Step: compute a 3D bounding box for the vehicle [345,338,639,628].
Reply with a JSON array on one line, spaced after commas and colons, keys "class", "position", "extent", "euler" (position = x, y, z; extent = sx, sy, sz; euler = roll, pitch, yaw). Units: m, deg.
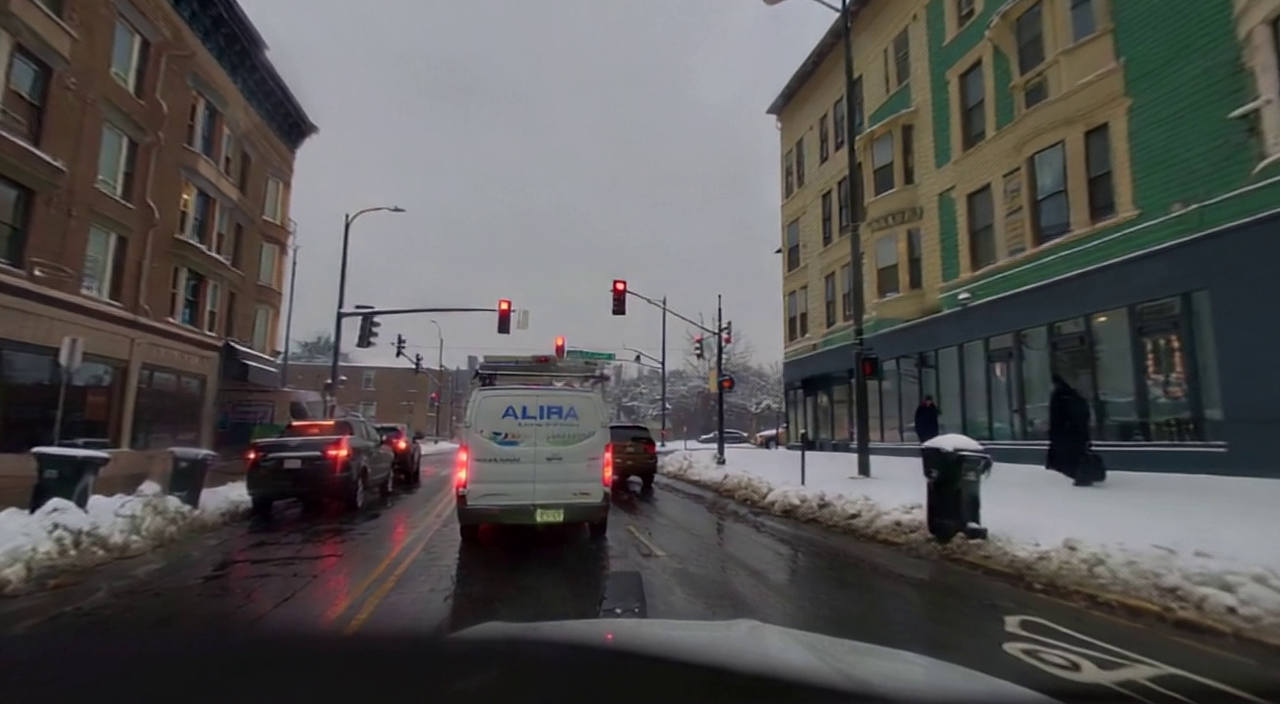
[{"class": "vehicle", "position": [-1.408, 1.159, 6.498], "extent": [1.951, 1.907, 4.266], "euler": [2, -8, -12]}]

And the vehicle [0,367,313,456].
[{"class": "vehicle", "position": [-19.401, 2.497, 25.204], "extent": [10.606, 3.178, 3.014], "euler": [2, -8, -14]}]

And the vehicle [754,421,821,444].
[{"class": "vehicle", "position": [9.690, 5.336, 41.540], "extent": [3.885, 1.449, 1.757], "euler": [2, -8, -14]}]

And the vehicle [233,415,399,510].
[{"class": "vehicle", "position": [-5.753, 1.966, 11.684], "extent": [1.841, 1.461, 3.426], "euler": [2, -8, -12]}]
